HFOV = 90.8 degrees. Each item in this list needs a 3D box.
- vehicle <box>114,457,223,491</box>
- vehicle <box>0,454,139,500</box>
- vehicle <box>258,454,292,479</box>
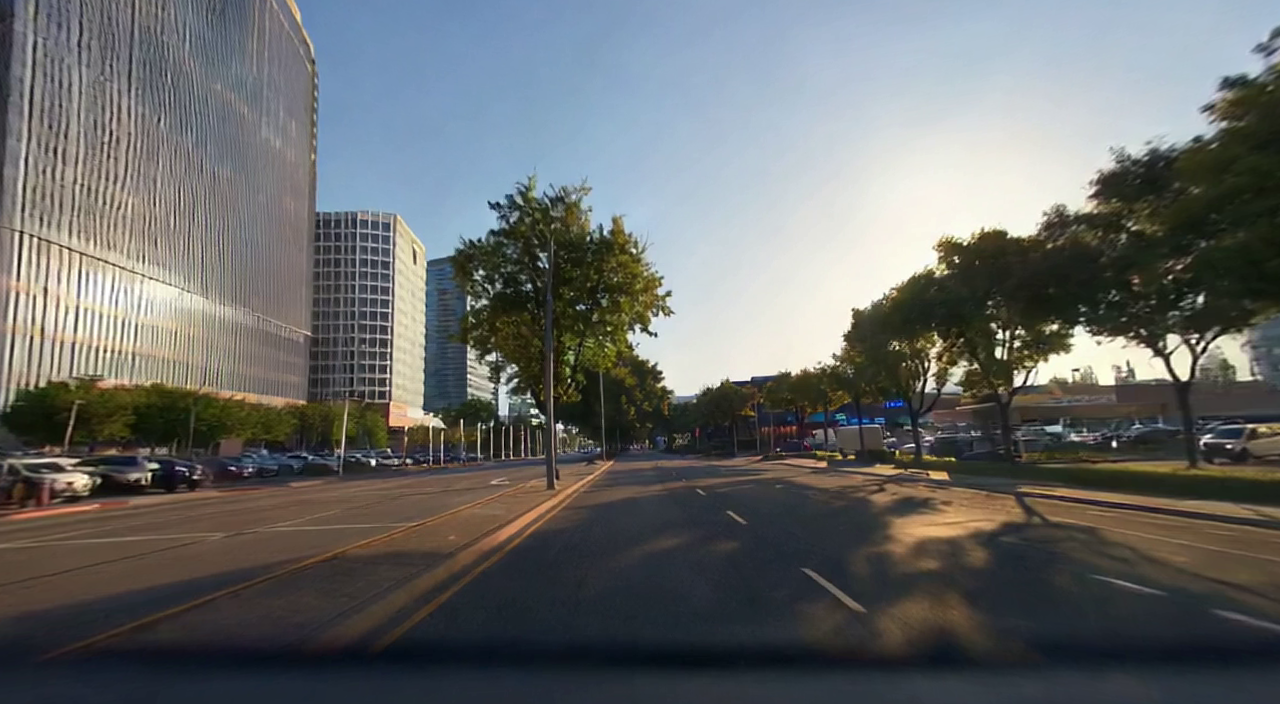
[{"bbox_3d":[-25.504,6.588,34.293,1.930,1.600,4.411,-13,-14,44],"label":"vehicle"},{"bbox_3d":[-25.448,5.545,28.410,2.080,1.812,4.737,0,-8,-3],"label":"vehicle"},{"bbox_3d":[-26.923,8.422,46.624,1.969,1.682,4.542,5,-10,-30],"label":"vehicle"}]
